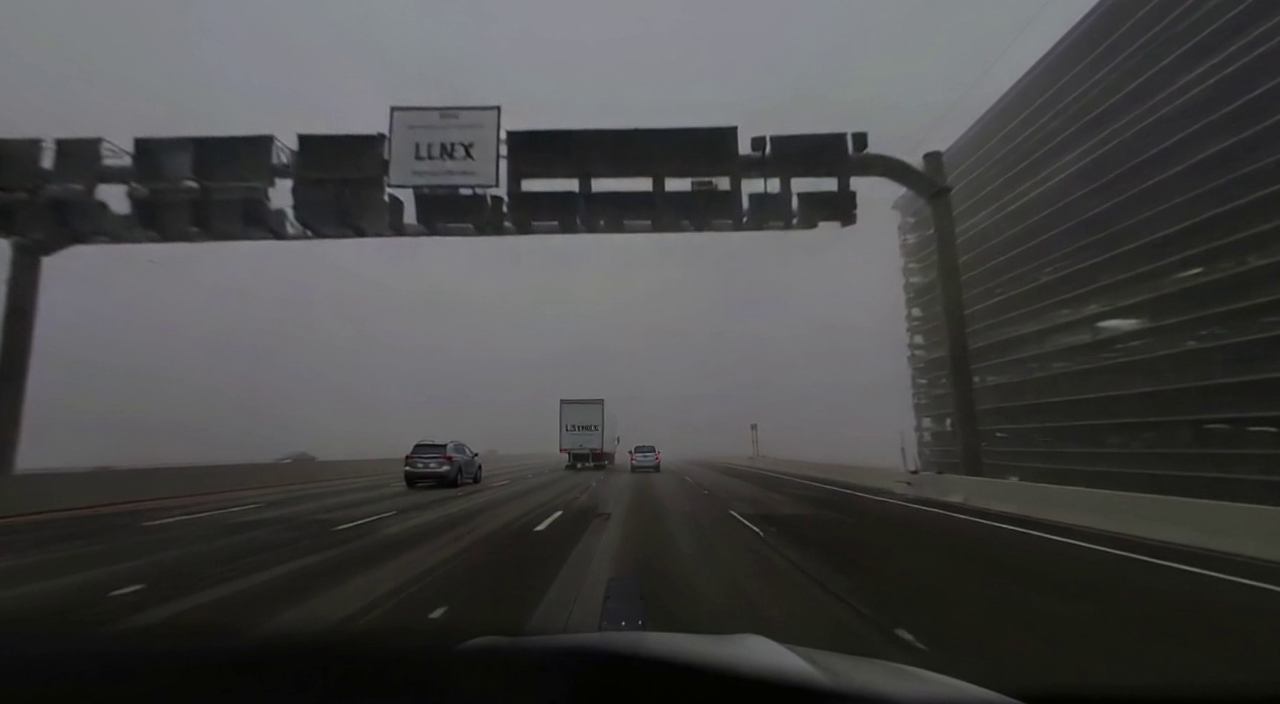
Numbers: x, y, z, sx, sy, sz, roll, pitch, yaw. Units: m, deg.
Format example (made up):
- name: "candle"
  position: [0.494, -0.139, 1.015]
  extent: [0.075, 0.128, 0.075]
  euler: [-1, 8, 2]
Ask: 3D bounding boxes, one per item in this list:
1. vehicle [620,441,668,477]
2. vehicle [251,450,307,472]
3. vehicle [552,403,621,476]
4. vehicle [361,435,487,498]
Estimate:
- name: "vehicle"
  position: [0.214, 5.067, 30.020]
  extent: [2.168, 1.597, 3.615]
  euler: [0, -9, 1]
- name: "vehicle"
  position: [-26.596, 8.000, 46.585]
  extent: [1.756, 1.501, 4.035]
  euler: [0, -9, 1]
- name: "vehicle"
  position: [-2.710, 4.882, 34.840]
  extent: [2.794, 3.460, 8.595]
  euler: [-1, -9, 2]
- name: "vehicle"
  position: [-6.350, 3.412, 19.200]
  extent: [2.124, 1.674, 4.541]
  euler: [0, -9, 1]
